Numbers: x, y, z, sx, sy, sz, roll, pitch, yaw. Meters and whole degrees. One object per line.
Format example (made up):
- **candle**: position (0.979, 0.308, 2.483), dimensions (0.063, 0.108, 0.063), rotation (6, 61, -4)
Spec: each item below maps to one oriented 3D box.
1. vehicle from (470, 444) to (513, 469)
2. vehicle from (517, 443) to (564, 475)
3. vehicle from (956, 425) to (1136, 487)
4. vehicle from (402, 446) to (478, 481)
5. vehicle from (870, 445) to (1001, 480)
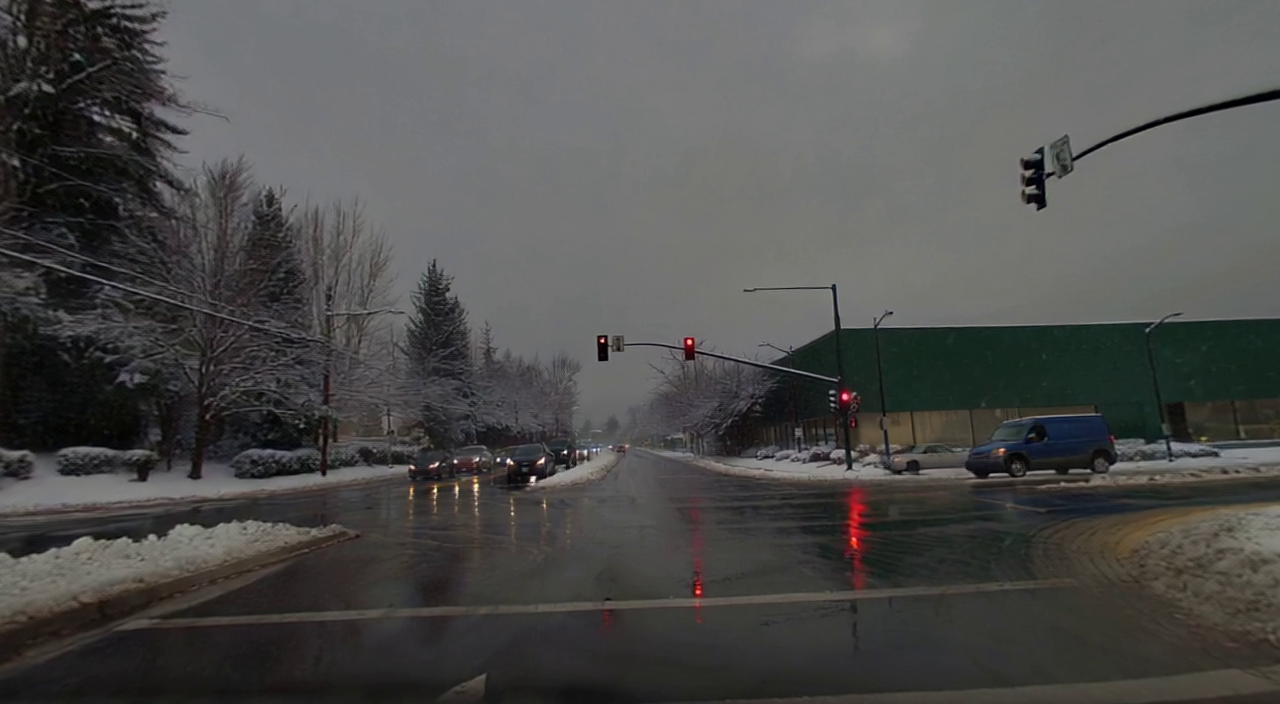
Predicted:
- **vehicle**: position (-9.020, 6.376, 38.756), dimensions (1.779, 1.460, 4.463), rotation (0, -9, -3)
- **vehicle**: position (-4.769, 5.166, 30.770), dimensions (1.846, 1.416, 4.228), rotation (0, -9, -4)
- **vehicle**: position (14.835, 3.762, 23.121), dimensions (5.910, 2.046, 2.228), rotation (3, -9, -19)
- **vehicle**: position (-9.010, 5.032, 28.851), dimensions (2.024, 1.460, 4.381), rotation (0, -9, 0)
- **vehicle**: position (13.033, 4.880, 28.037), dimensions (4.828, 1.453, 1.919), rotation (0, -9, -3)
